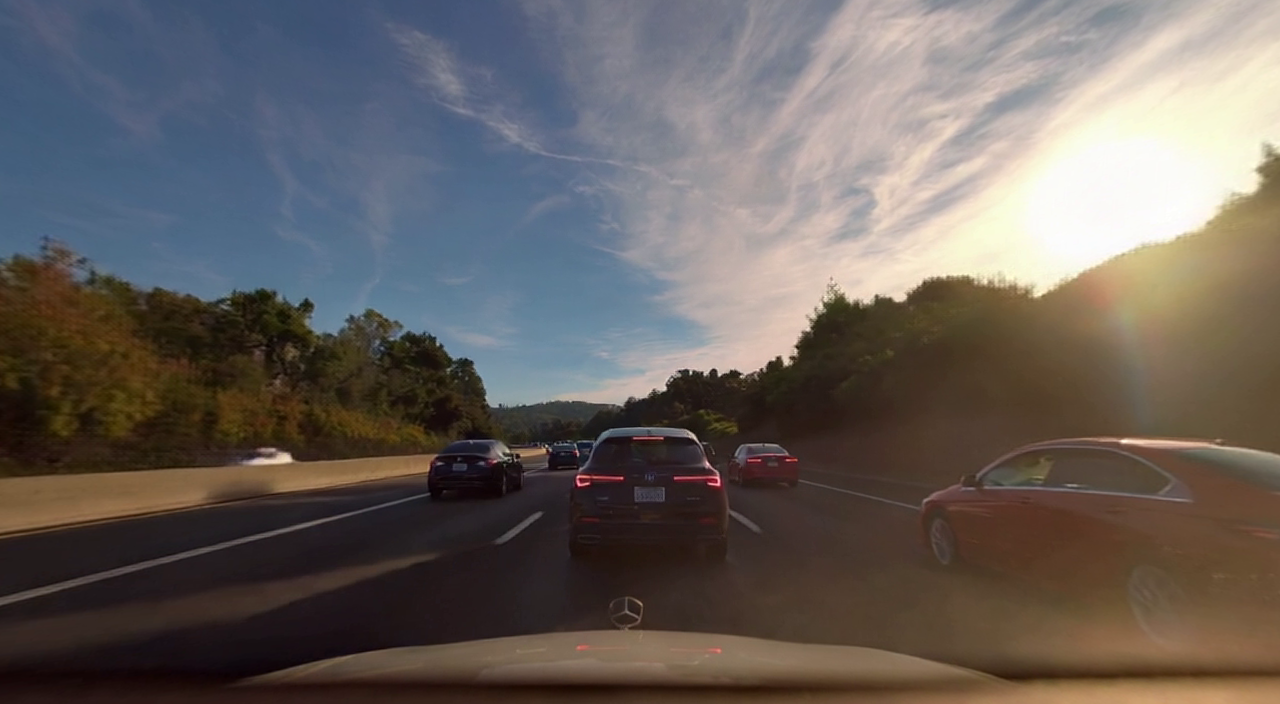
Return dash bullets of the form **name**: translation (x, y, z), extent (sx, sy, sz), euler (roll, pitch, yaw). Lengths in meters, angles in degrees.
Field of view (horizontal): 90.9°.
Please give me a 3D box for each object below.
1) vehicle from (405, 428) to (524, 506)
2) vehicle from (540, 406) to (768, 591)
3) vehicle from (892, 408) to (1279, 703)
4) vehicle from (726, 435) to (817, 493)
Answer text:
- **vehicle**: translation (-4.240, 2.860, 15.935), extent (1.890, 1.708, 3.844), euler (0, -9, 0)
- **vehicle**: translation (0.099, 1.649, 7.800), extent (2.093, 1.695, 3.782), euler (0, -9, -1)
- **vehicle**: translation (3.695, 1.230, 4.405), extent (1.953, 1.434, 4.511), euler (0, -9, -1)
- **vehicle**: translation (3.910, 3.411, 19.424), extent (1.905, 1.590, 3.746), euler (0, -9, -2)
